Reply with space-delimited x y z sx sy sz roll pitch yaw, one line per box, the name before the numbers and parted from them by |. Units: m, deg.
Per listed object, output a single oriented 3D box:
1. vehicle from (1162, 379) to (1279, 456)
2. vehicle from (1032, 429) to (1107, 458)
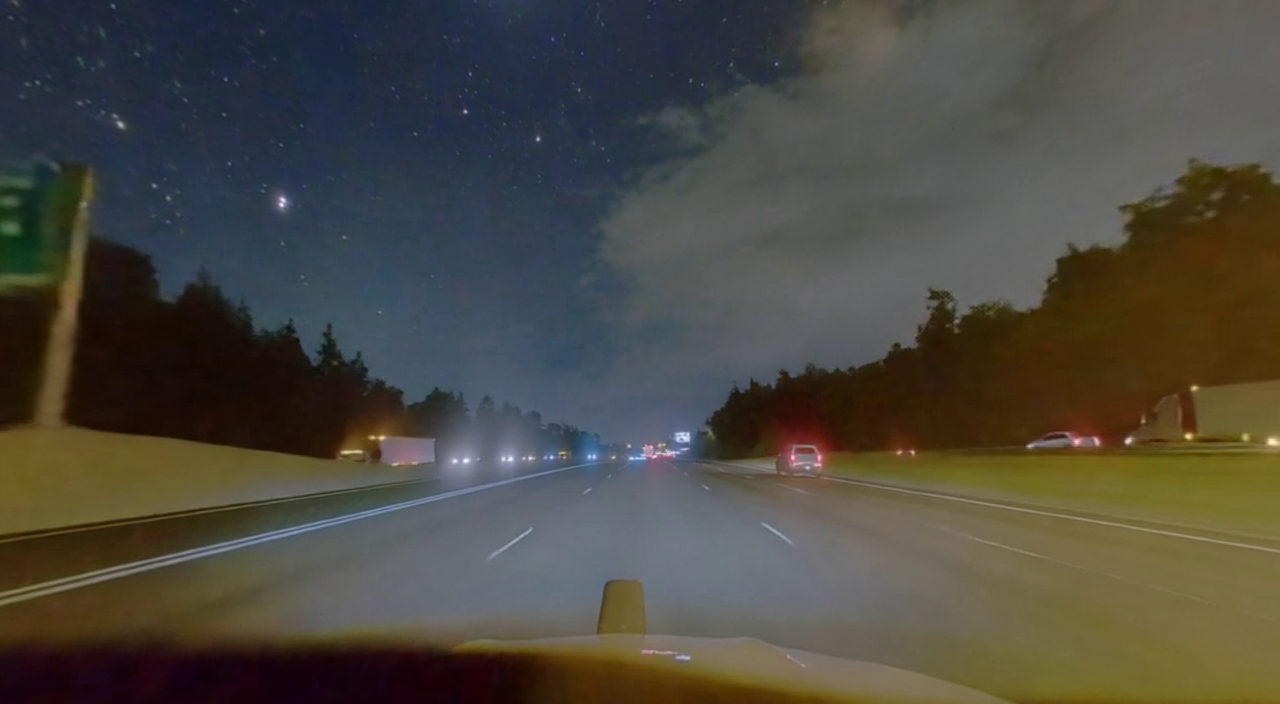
vehicle | 35.368 3.368 32.771 2.876 4.046 13.881 1 -9 -9
vehicle | 29.046 6.243 42.750 2.038 1.823 3.744 1 -9 -9
